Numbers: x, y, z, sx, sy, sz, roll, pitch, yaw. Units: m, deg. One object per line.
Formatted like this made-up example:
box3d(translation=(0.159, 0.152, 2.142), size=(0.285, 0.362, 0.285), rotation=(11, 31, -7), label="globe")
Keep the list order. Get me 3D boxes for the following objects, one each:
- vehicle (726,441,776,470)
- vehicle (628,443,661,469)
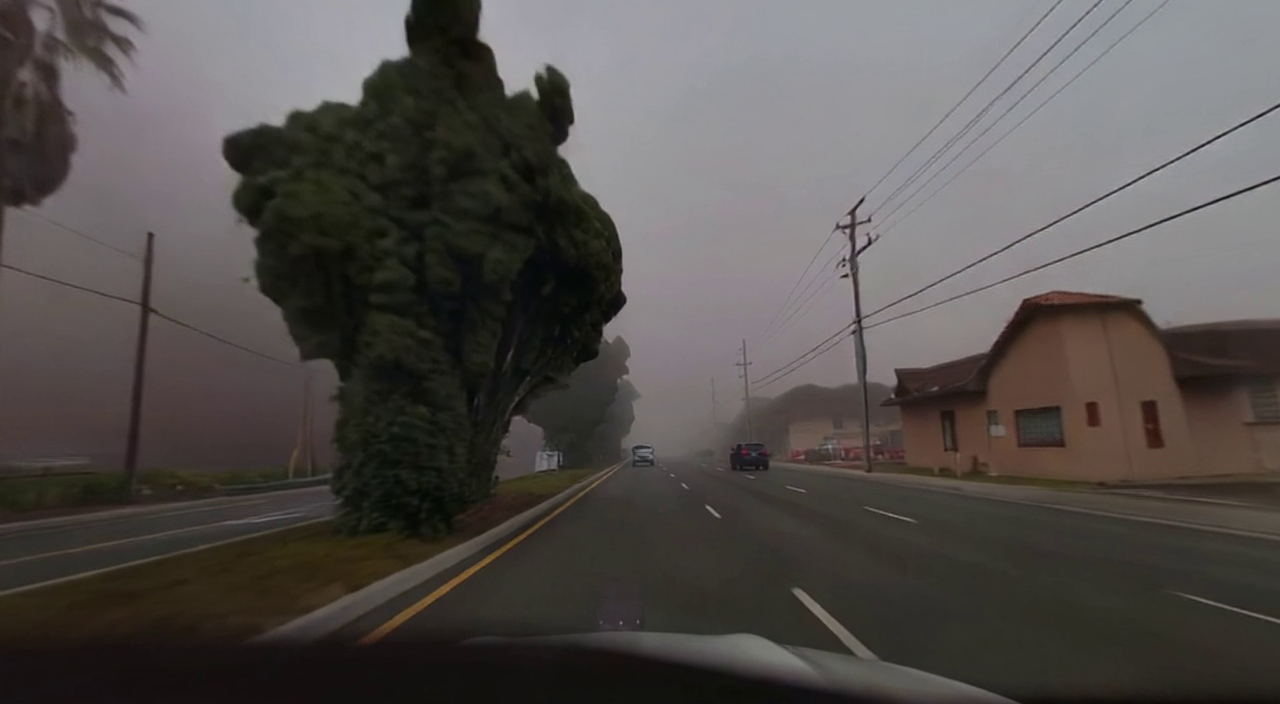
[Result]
box3d(translation=(6.812, 6.409, 39.138), size=(2.252, 1.718, 4.617), rotation=(0, -9, 0), label="vehicle")
box3d(translation=(0.296, 7.087, 43.100), size=(2.138, 1.702, 4.168), rotation=(0, -9, 1), label="vehicle")
